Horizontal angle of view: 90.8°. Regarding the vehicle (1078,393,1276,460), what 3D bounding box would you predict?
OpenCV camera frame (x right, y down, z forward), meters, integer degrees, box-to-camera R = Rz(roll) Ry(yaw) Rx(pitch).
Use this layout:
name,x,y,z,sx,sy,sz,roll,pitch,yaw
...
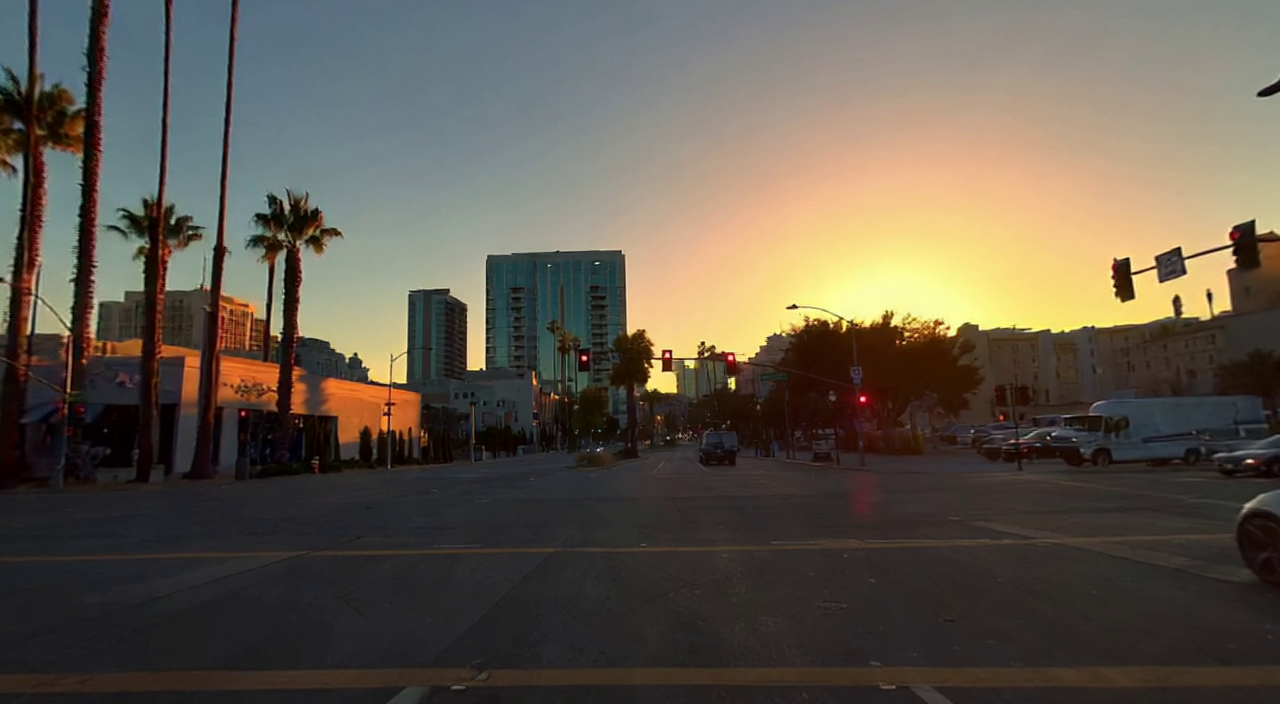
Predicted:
name,x,y,z,sx,sy,sz,roll,pitch,yaw
vehicle,32.623,4.725,39.336,2.863,3.609,10.252,0,-8,-3
